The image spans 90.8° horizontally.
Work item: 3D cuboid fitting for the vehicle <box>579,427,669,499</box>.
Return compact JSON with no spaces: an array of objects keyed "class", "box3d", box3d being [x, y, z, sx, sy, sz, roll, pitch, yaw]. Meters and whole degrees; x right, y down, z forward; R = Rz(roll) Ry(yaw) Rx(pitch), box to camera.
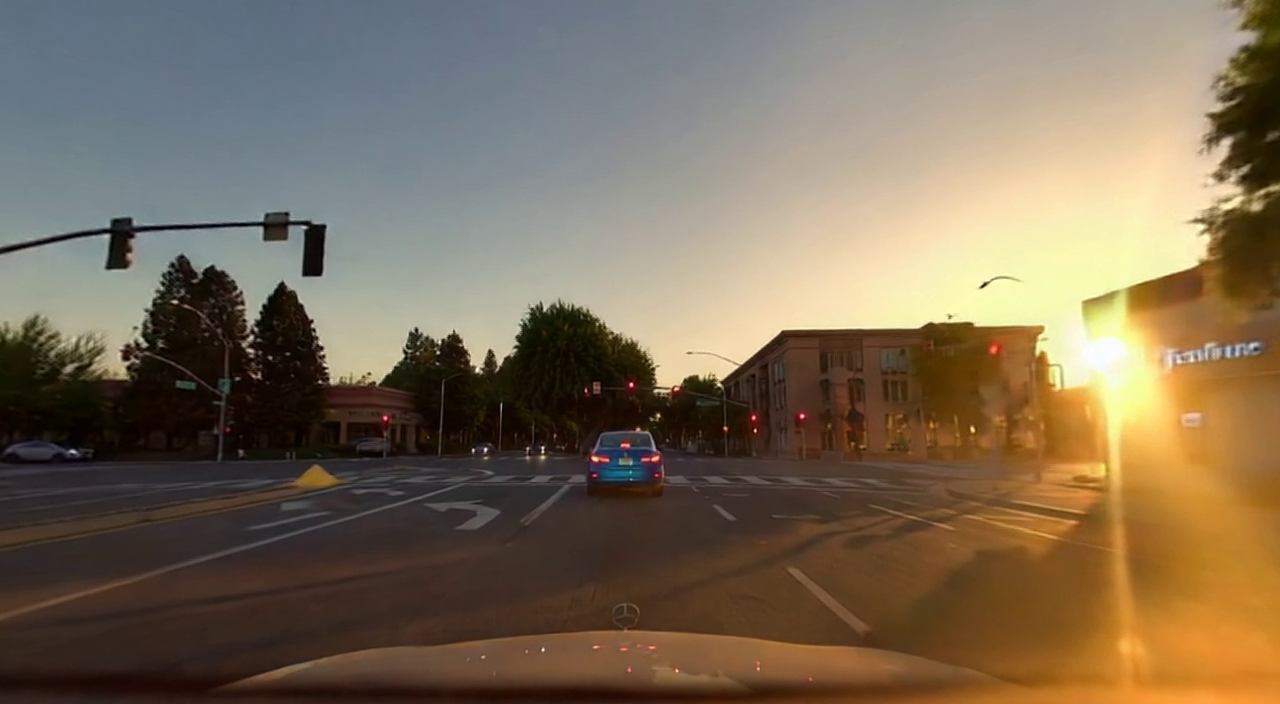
[{"class":"vehicle","box3d":[-0.406,2.856,16.568,2.066,1.618,3.922,0,-9,-1]}]
